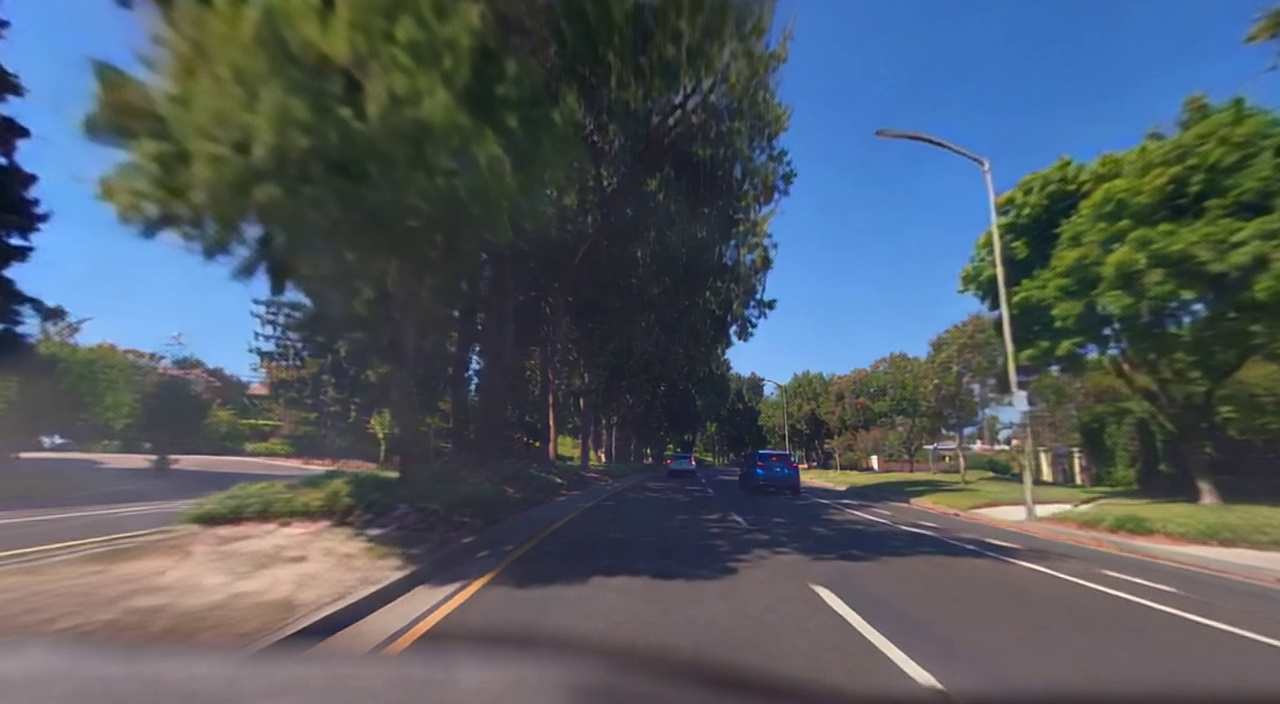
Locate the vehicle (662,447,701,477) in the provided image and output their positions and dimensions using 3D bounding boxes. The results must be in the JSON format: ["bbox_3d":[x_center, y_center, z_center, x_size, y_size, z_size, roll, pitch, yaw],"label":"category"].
[{"bbox_3d":[2.754,7.079,40.641,2.251,1.822,4.391,-1,-8,7],"label":"vehicle"}]

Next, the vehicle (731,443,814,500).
[{"bbox_3d":[4.253,3.864,20.813,1.971,1.663,4.287,0,-8,3],"label":"vehicle"}]
